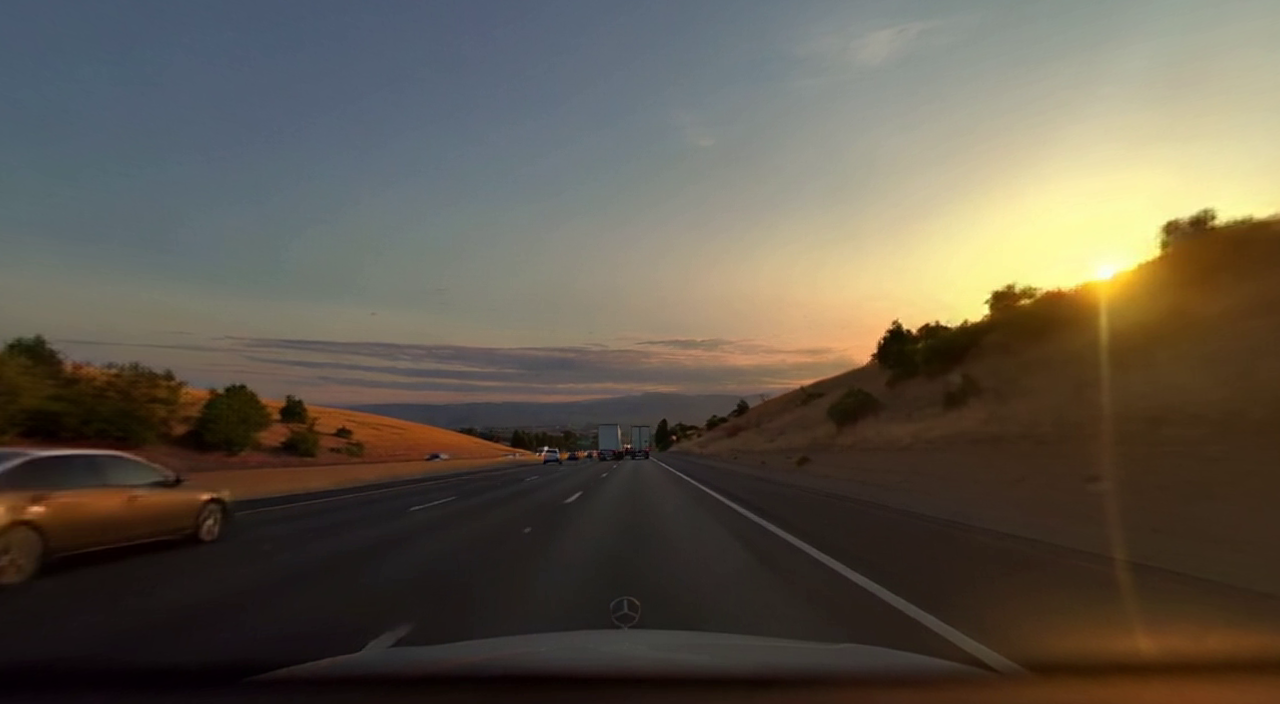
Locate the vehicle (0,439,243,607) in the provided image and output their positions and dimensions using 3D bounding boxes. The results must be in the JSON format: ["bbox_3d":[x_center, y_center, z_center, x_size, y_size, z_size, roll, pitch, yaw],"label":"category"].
[{"bbox_3d":[-6.709,1.653,6.440,2.036,1.474,5.011,0,-9,0],"label":"vehicle"}]
